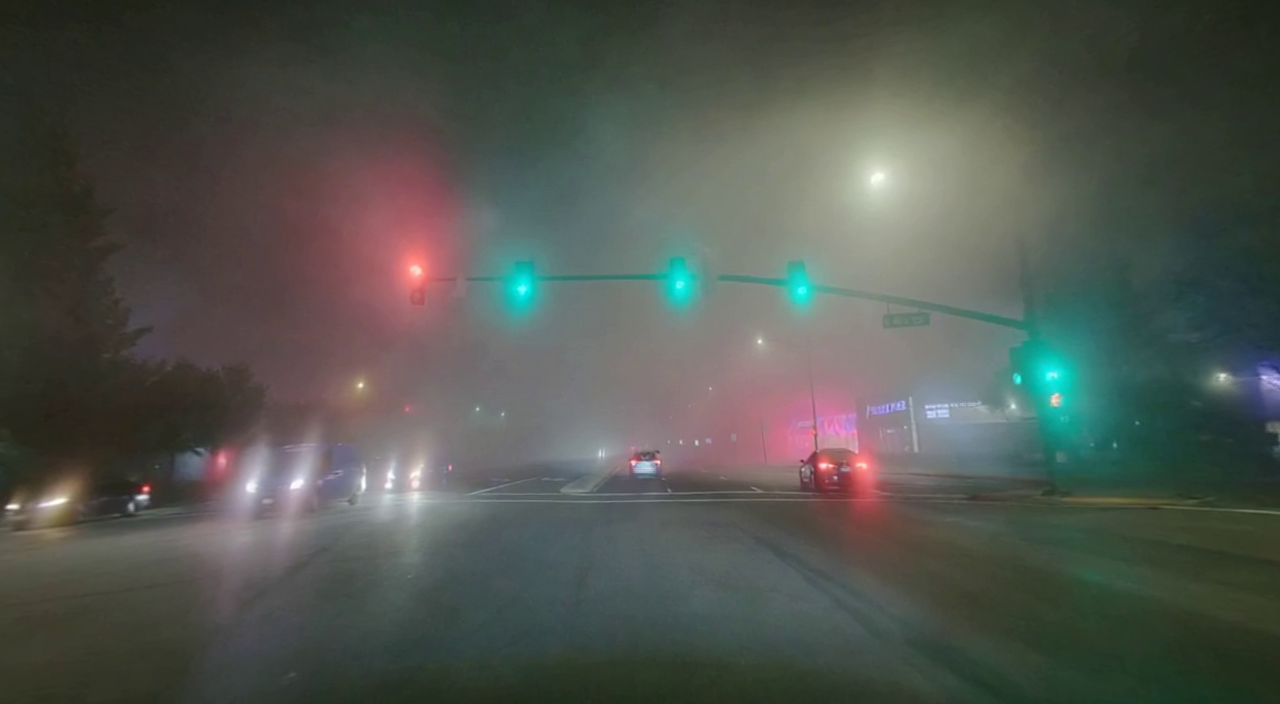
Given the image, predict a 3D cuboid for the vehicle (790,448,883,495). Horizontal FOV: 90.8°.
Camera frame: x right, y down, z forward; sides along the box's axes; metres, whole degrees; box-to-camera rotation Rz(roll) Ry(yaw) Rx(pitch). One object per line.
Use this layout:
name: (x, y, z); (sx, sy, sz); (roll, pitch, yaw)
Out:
vehicle: (6.684, 4.081, 21.983); (1.849, 1.464, 4.119); (0, -8, -1)

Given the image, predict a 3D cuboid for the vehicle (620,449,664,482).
vehicle: (0.067, 5.622, 31.479); (2.027, 1.494, 3.942); (0, -8, -1)

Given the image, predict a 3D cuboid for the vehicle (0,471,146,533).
vehicle: (-17.788, 4.431, 19.157); (1.857, 1.433, 4.465); (0, -8, 2)

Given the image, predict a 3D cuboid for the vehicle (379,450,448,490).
vehicle: (-10.968, 5.735, 30.958); (1.911, 1.779, 4.067); (0, -8, -1)

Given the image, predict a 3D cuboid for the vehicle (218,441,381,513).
vehicle: (-10.938, 4.003, 20.959); (2.345, 2.052, 5.396); (0, -8, 0)
